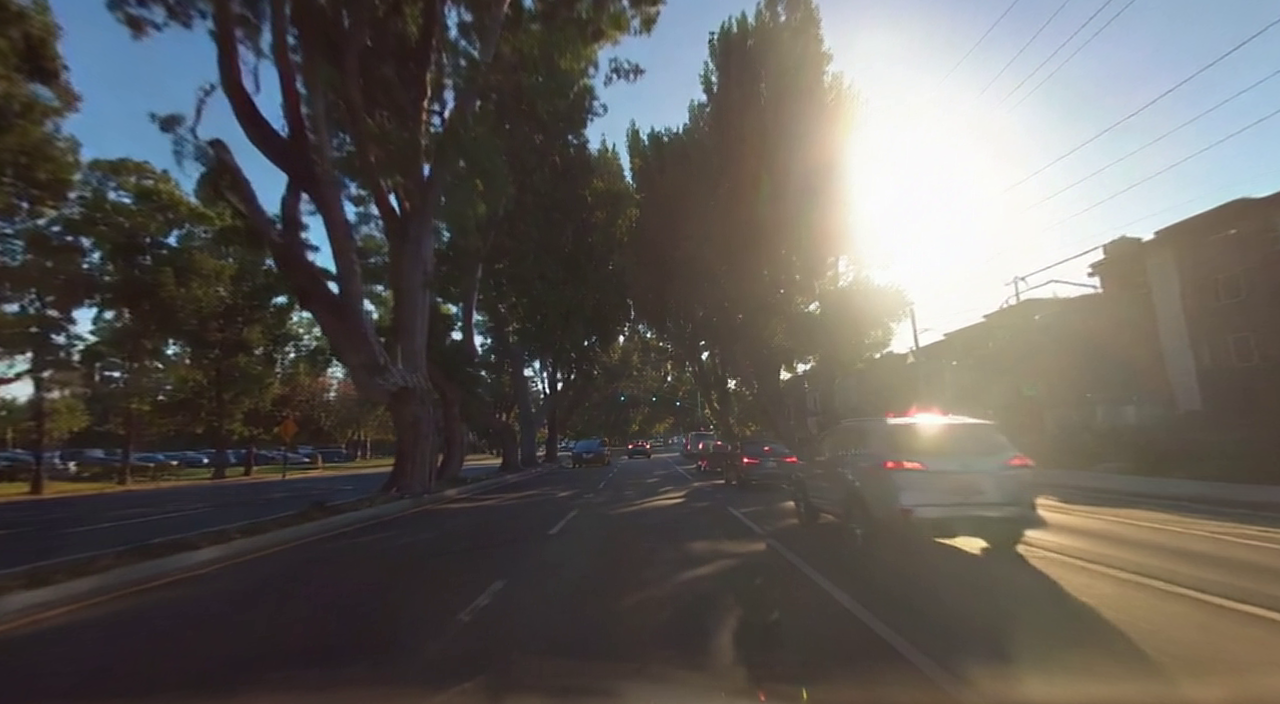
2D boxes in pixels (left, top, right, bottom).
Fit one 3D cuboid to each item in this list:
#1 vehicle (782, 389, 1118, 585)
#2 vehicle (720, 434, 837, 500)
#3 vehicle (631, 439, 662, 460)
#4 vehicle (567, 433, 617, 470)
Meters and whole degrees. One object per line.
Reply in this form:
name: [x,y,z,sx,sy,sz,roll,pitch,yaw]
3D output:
vehicle: [3.334,1.558,8.059,1.985,1.772,4.479,0,-8,0]
vehicle: [3.348,2.878,16.221,2.009,1.436,4.258,0,-8,0]
vehicle: [0.517,7.160,46.368,2.120,1.428,3.890,0,-8,2]
vehicle: [-2.364,5.027,32.072,2.083,1.691,4.398,0,-8,1]
